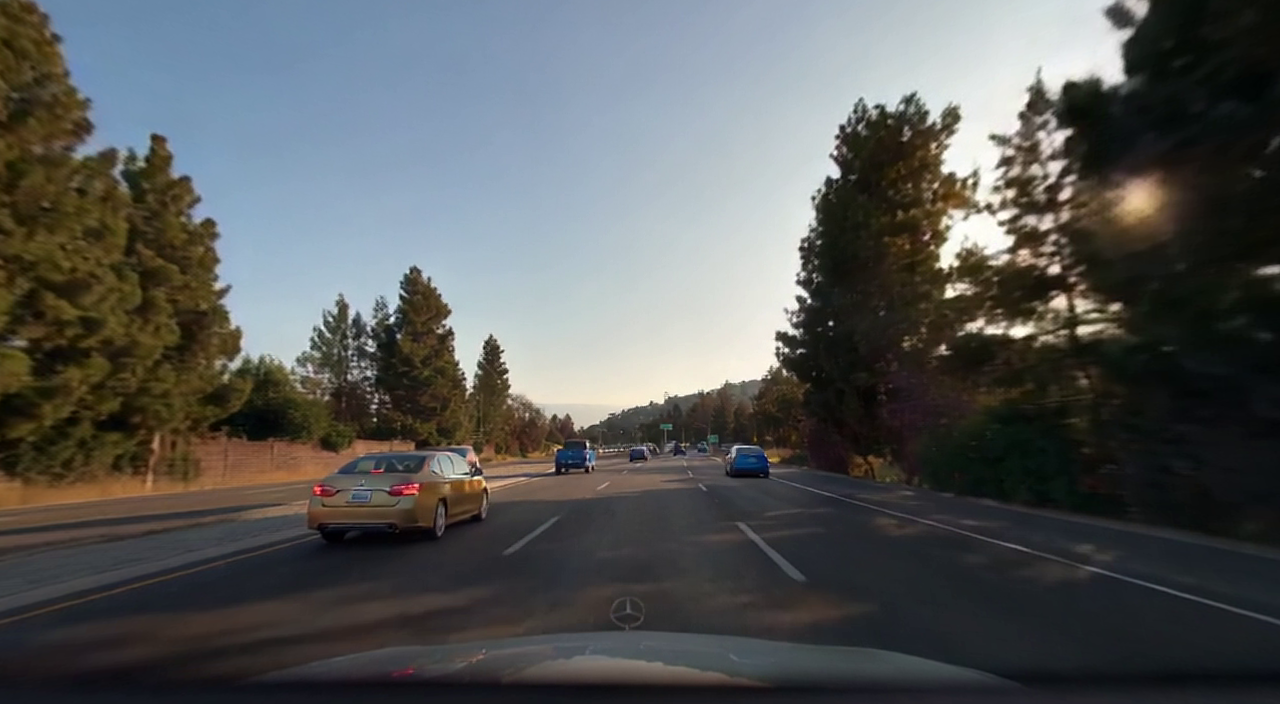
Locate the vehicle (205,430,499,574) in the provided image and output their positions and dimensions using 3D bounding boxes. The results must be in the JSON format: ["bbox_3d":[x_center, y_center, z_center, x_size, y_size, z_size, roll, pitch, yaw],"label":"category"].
[{"bbox_3d":[-3.512,1.892,8.846,1.948,1.475,4.461,0,-8,1],"label":"vehicle"}]

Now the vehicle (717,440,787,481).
[{"bbox_3d":[4.377,4.313,25.327,2.100,1.472,4.533,0,-8,1],"label":"vehicle"}]

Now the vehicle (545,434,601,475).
[{"bbox_3d":[-3.163,4.972,30.783,2.122,1.847,4.696,0,-8,1],"label":"vehicle"}]
